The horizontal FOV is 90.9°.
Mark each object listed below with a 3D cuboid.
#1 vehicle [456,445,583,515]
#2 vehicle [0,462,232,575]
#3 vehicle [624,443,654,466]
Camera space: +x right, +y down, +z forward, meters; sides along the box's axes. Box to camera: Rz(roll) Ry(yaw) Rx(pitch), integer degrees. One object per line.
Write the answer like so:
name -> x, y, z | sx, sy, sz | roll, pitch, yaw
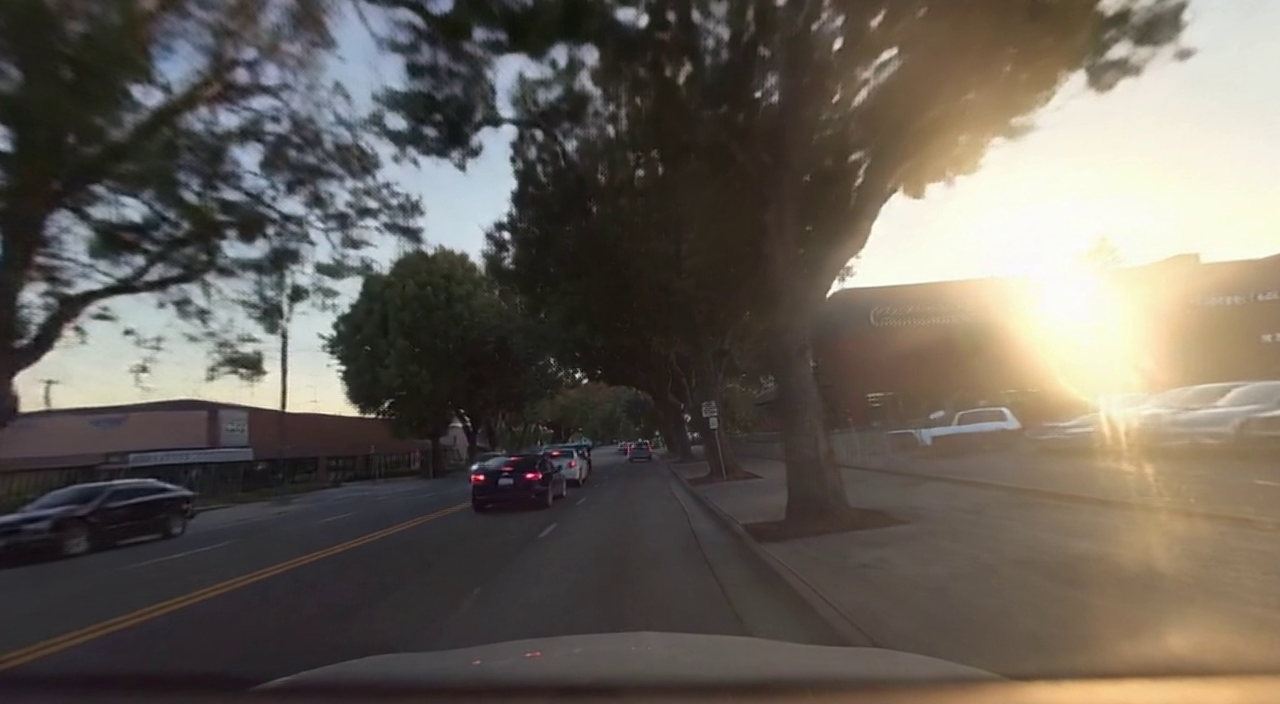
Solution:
vehicle -> -2.679, 2.961, 15.247 | 2.099, 1.424, 4.609 | 0, -8, 1
vehicle -> -11.313, 3.427, 13.480 | 1.978, 1.640, 4.695 | -9, -8, 0
vehicle -> -0.123, 7.027, 43.507 | 2.020, 1.478, 3.922 | 0, -8, -2
